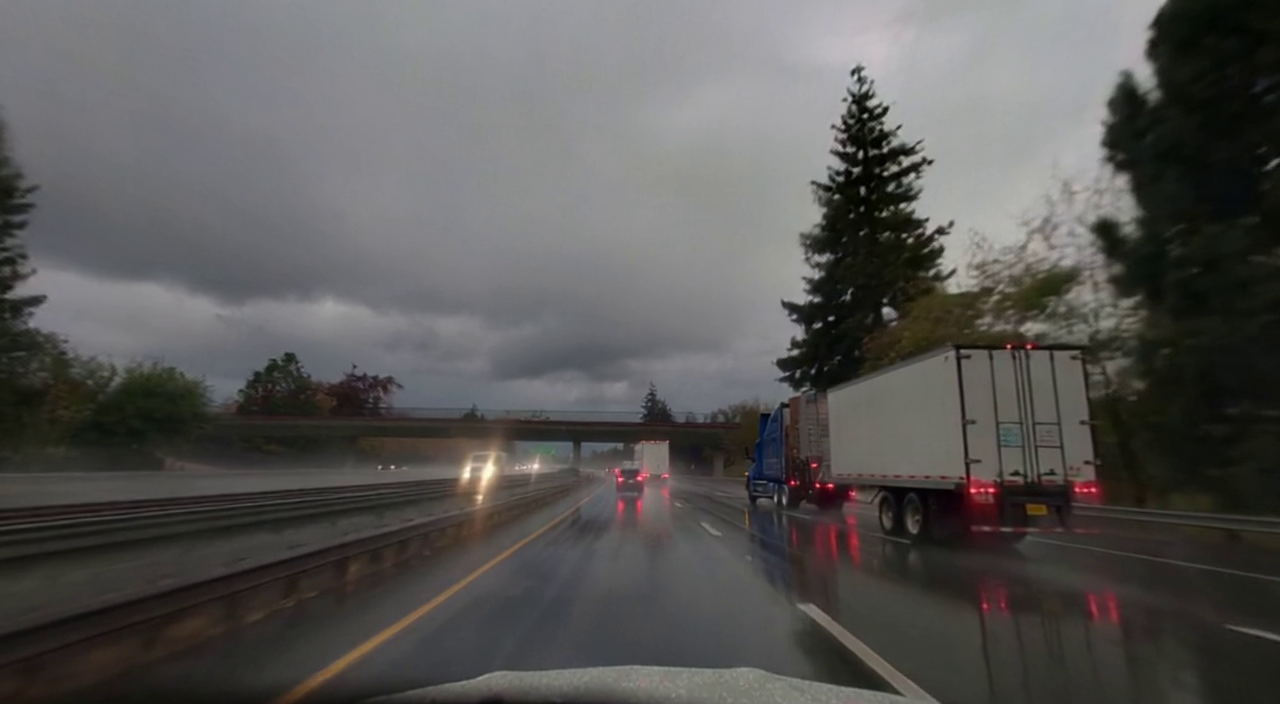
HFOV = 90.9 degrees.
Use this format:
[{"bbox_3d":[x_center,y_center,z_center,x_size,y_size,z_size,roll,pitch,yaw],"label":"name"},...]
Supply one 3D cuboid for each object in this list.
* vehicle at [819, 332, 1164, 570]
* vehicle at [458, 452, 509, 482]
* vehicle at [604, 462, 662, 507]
[{"bbox_3d":[6.597,2.242,13.937,2.839,3.684,8.091,1,-11,0],"label":"vehicle"},{"bbox_3d":[-10.391,7.734,42.277,1.997,1.794,5.701,1,-11,-1],"label":"vehicle"},{"bbox_3d":[-0.253,5.101,24.405,2.067,1.552,3.601,1,-11,-1],"label":"vehicle"}]
